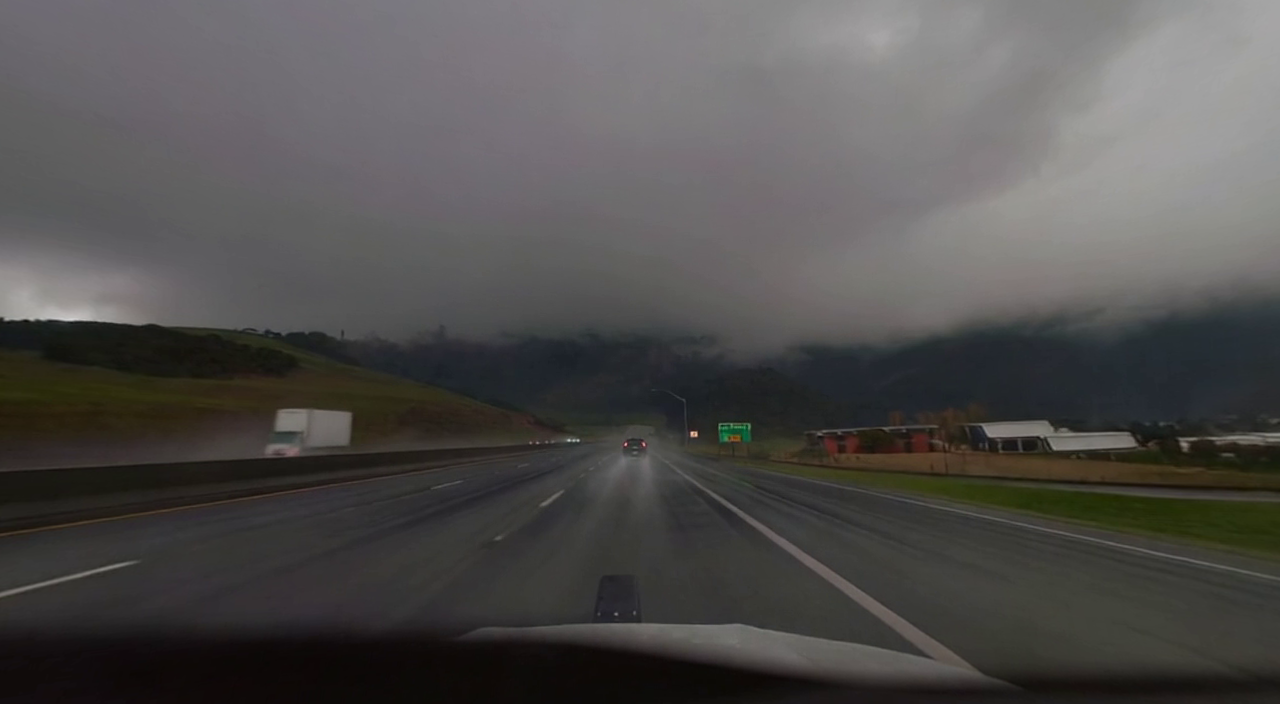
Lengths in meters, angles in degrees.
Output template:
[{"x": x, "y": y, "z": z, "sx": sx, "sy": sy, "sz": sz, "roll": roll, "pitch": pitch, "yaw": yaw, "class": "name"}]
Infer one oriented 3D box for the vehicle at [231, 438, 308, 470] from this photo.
[{"x": -23.556, "y": 6.490, "z": 40.248, "sx": 2.028, "sy": 1.893, "sz": 4.760, "roll": 0, "pitch": -8, "yaw": -1, "class": "vehicle"}]
